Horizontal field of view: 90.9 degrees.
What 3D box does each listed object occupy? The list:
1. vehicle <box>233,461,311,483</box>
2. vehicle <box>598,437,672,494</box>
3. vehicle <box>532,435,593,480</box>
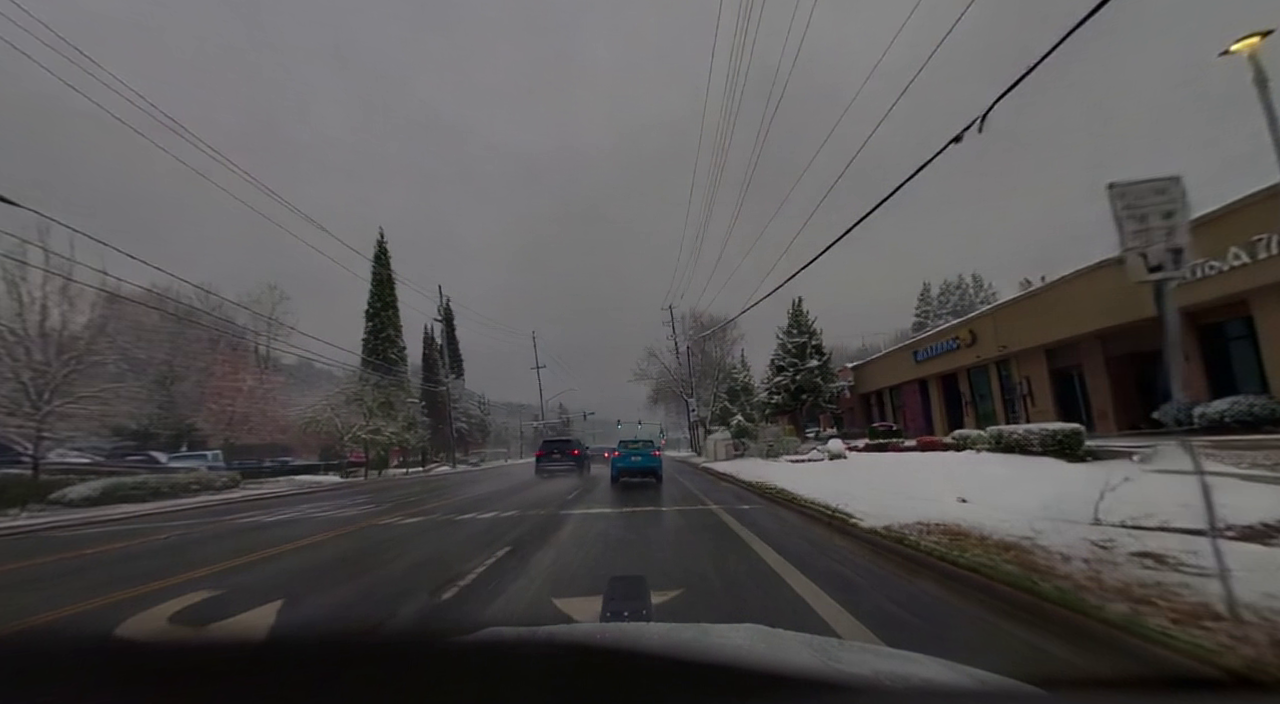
[{"bbox_3d":[-26.357,8.584,45.190,4.553,1.479,1.768,-1,-8,7],"label":"vehicle"},{"bbox_3d":[-0.130,3.561,20.168,2.108,1.612,4.246,0,-8,0],"label":"vehicle"},{"bbox_3d":[-3.490,4.861,29.341,2.064,1.859,5.154,0,-8,1],"label":"vehicle"}]
